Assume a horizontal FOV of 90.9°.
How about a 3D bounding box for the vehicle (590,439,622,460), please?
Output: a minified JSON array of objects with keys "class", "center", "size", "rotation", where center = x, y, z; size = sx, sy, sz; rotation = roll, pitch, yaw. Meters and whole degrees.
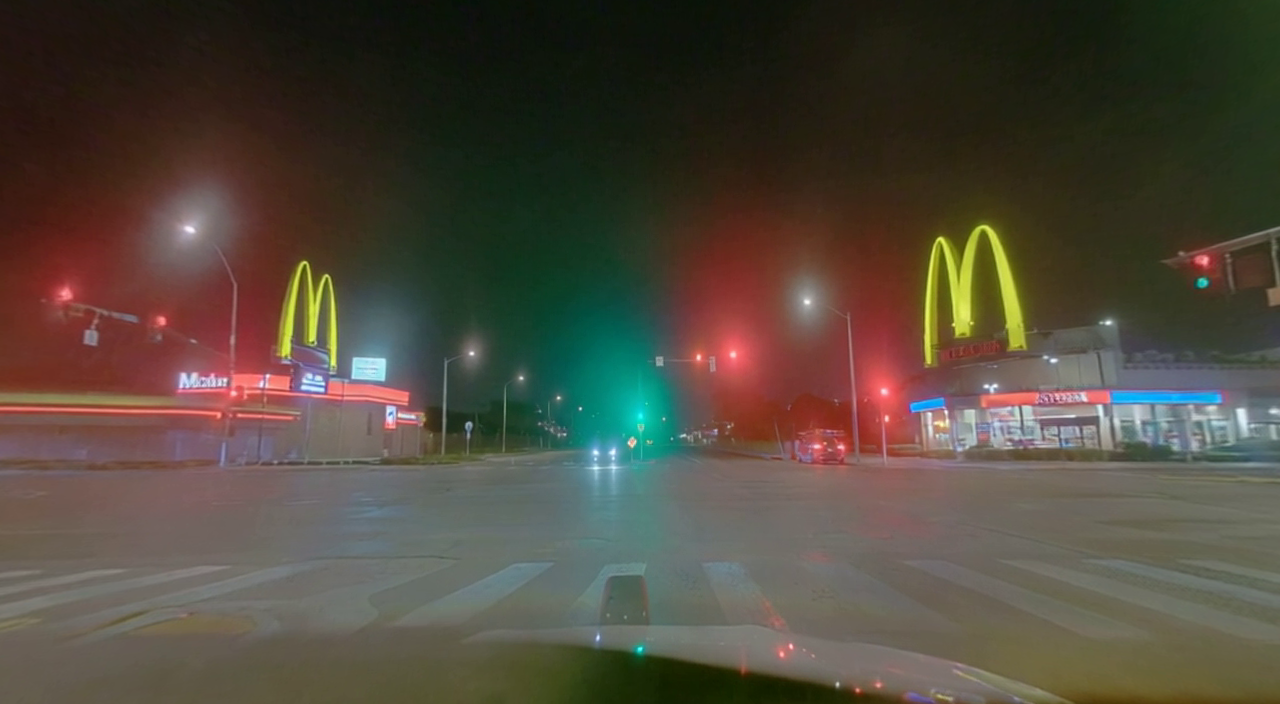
[{"class":"vehicle","center":[-2.492,7.281,47.265],"size":[2.104,1.468,4.195],"rotation":[0,-8,1]}]
